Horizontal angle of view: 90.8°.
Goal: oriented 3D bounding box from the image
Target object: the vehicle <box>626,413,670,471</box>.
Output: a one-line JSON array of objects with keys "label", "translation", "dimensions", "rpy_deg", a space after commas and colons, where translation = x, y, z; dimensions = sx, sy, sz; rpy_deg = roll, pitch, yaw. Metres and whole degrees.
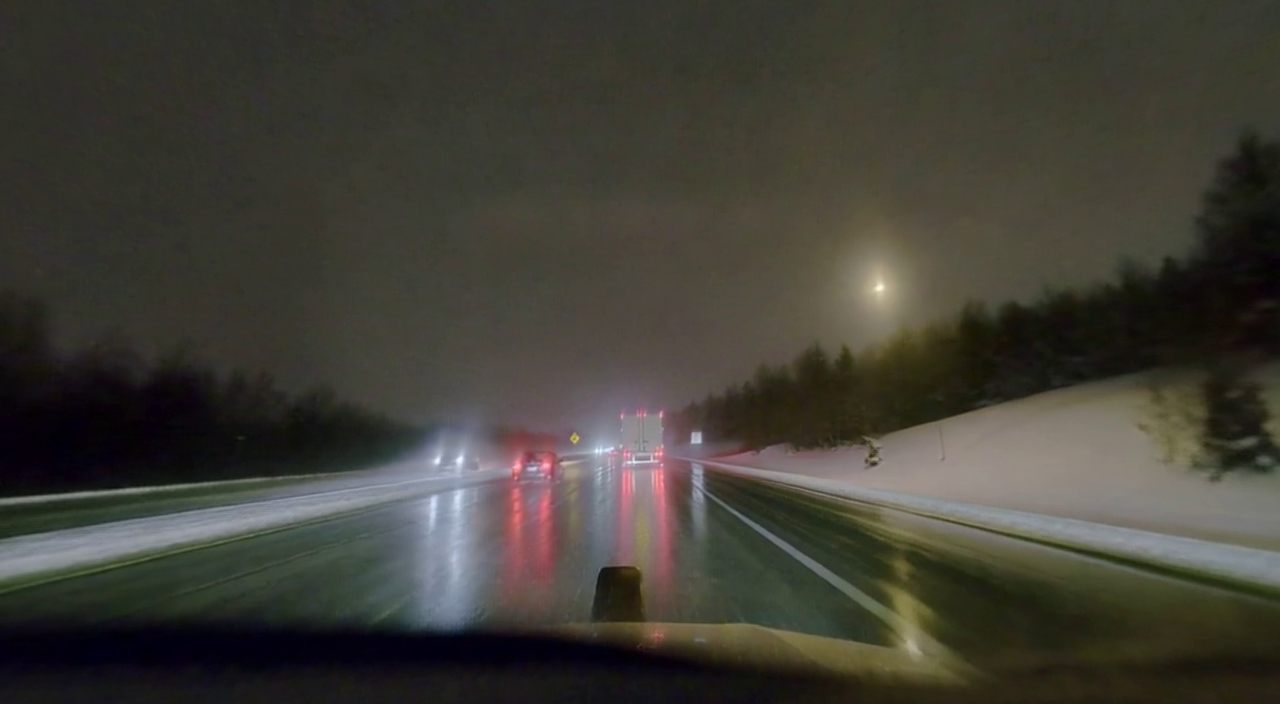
[{"label": "vehicle", "translation": [0.427, 6.656, 46.498], "dimensions": [2.864, 3.805, 9.500], "rpy_deg": [0, -9, -1]}]

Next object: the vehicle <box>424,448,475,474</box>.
[{"label": "vehicle", "translation": [-12.392, 7.105, 41.311], "dimensions": [1.944, 1.532, 4.382], "rpy_deg": [0, -9, 1]}]

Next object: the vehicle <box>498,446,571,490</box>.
[{"label": "vehicle", "translation": [-4.001, 4.491, 24.727], "dimensions": [2.053, 1.523, 4.450], "rpy_deg": [0, -9, 0]}]
